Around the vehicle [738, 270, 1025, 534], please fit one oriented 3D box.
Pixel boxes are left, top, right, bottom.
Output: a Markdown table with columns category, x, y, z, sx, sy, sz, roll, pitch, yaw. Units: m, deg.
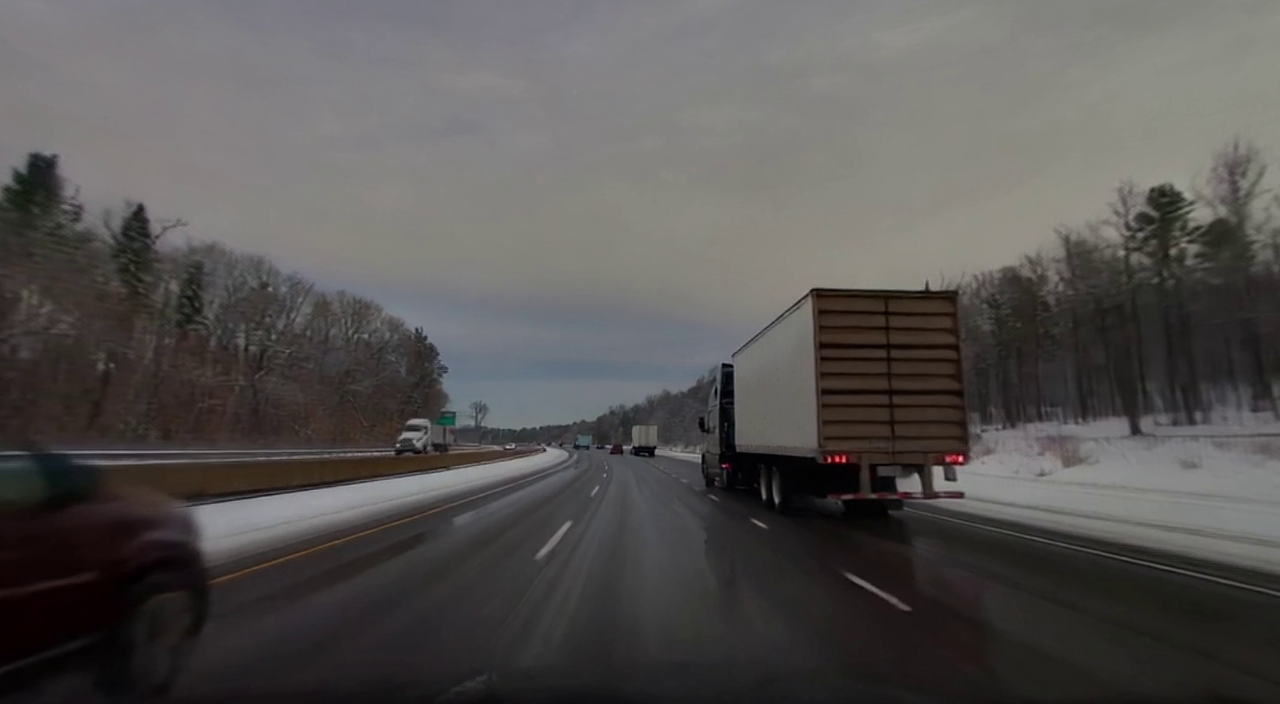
| category | x | y | z | sx | sy | sz | roll | pitch | yaw |
| --- | --- | --- | --- | --- | --- | --- | --- | --- | --- |
| vehicle | 4.263 | 1.344 | 13.772 | 2.826 | 4.035 | 8.369 | 0 | -9 | 0 |
